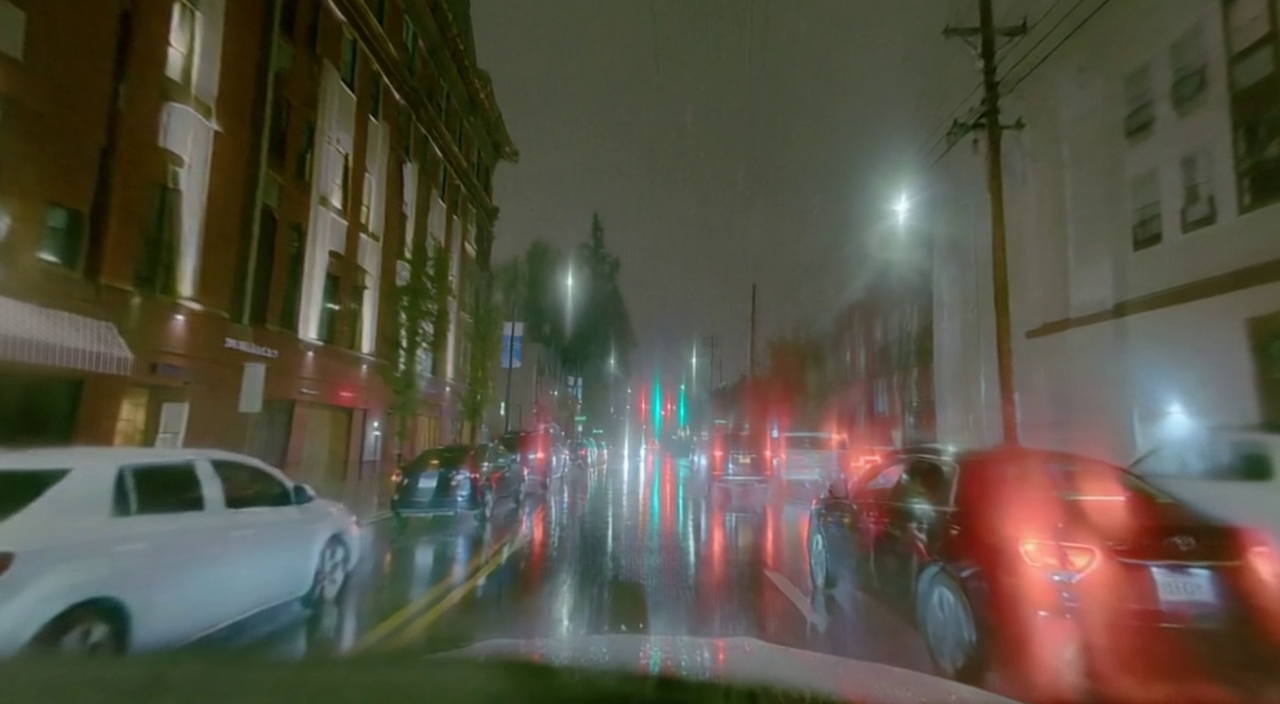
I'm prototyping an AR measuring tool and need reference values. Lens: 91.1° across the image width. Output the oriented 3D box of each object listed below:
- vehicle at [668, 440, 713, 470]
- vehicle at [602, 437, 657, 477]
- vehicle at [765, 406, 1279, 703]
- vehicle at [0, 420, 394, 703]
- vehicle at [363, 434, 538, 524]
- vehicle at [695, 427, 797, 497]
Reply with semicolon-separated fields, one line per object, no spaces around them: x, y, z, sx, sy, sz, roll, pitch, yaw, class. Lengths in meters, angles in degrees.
2.622;5.436;33.494;1.966;1.475;4.528;0;-8;-1;vehicle
-0.374;4.157;25.180;2.007;1.460;3.923;0;-8;0;vehicle
2.449;1.280;4.557;2.080;1.495;4.591;0;-8;-1;vehicle
-3.618;1.275;4.310;1.954;1.462;4.407;0;-8;2;vehicle
-3.536;2.460;12.839;1.972;1.471;4.795;0;-8;2;vehicle
2.822;3.051;17.842;2.002;1.707;4.547;0;-8;-1;vehicle
